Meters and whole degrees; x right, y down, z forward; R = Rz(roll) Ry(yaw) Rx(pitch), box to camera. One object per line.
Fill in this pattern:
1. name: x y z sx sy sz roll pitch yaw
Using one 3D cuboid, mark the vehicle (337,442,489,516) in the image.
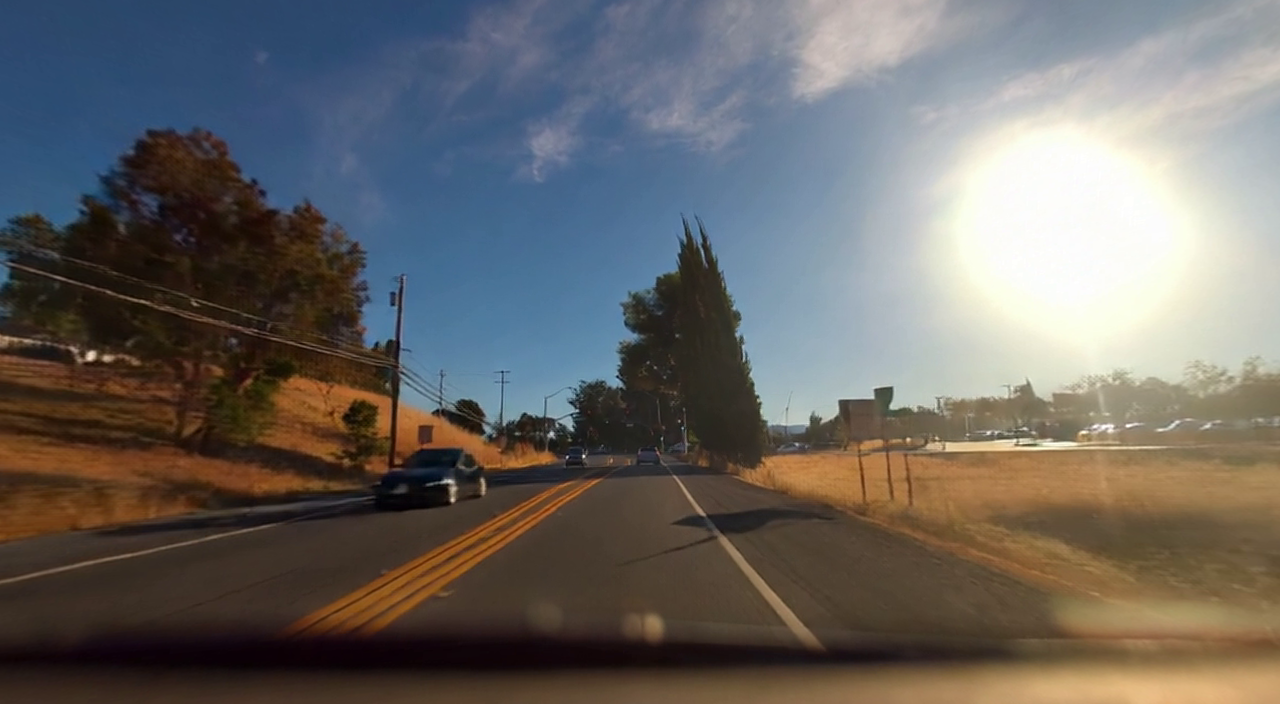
1. vehicle: -5.151 2.916 15.103 2.002 1.455 4.450 -1 -8 -1
